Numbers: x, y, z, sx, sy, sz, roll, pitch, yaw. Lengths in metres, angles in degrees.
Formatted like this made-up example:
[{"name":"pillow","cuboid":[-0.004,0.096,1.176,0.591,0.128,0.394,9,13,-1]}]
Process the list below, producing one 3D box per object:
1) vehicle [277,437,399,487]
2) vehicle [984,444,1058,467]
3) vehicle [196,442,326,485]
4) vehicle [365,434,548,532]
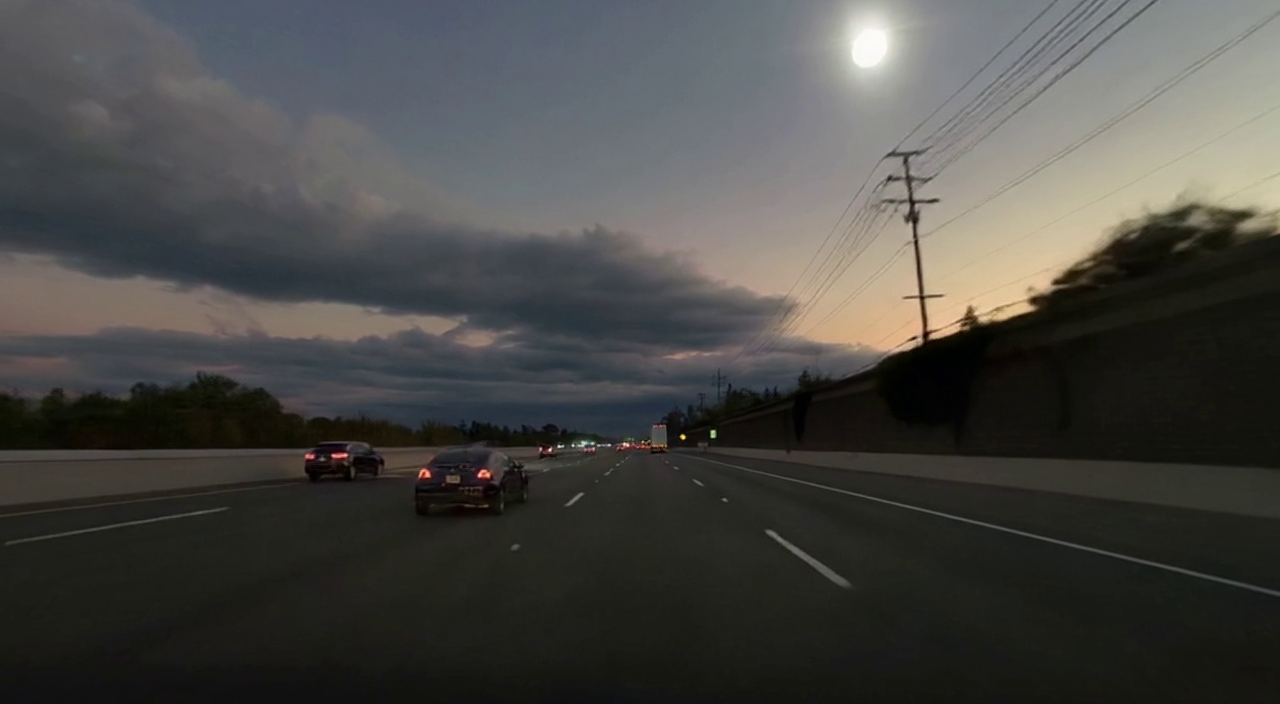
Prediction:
[{"name":"vehicle","cuboid":[-10.883,3.977,23.159,2.058,1.621,4.739,0,-9,1]},{"name":"vehicle","cuboid":[26.380,7.180,43.746,1.818,1.470,4.404,2,-9,-12]},{"name":"vehicle","cuboid":[-14.587,4.306,24.648,2.039,1.516,4.780,0,-9,1]},{"name":"vehicle","cuboid":[-3.271,2.448,12.502,2.045,1.532,4.954,0,-9,1]}]
